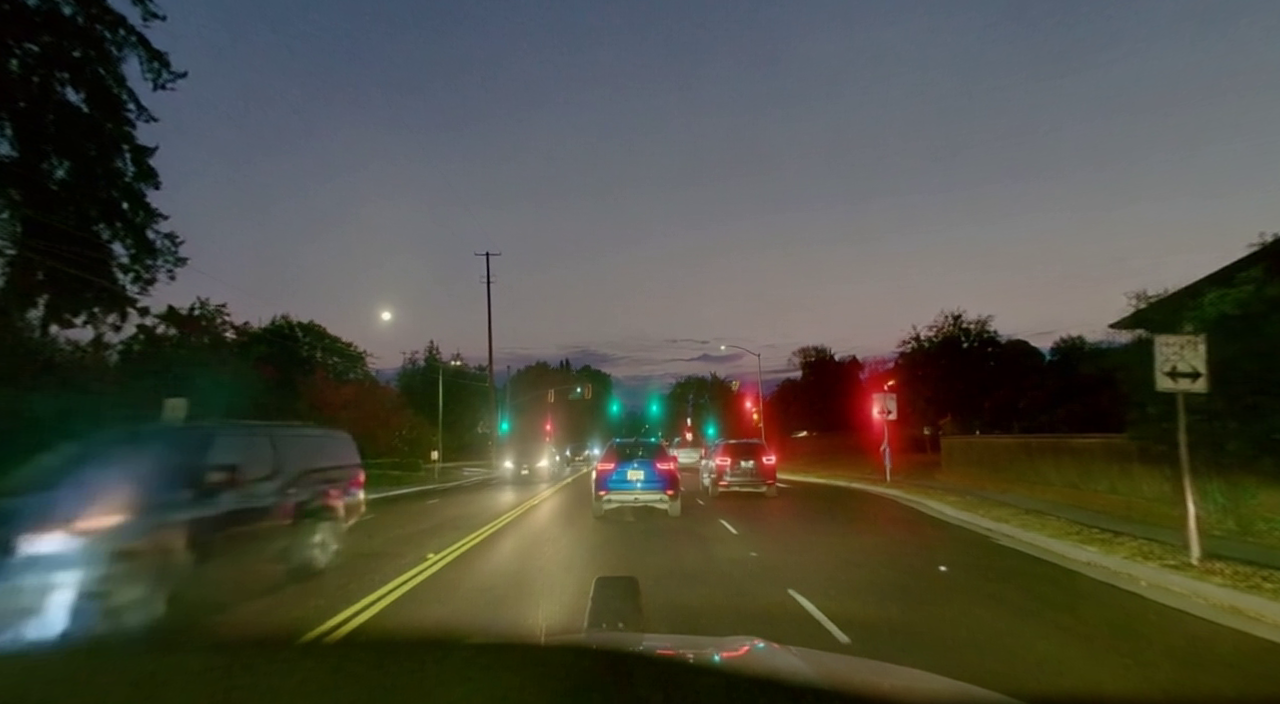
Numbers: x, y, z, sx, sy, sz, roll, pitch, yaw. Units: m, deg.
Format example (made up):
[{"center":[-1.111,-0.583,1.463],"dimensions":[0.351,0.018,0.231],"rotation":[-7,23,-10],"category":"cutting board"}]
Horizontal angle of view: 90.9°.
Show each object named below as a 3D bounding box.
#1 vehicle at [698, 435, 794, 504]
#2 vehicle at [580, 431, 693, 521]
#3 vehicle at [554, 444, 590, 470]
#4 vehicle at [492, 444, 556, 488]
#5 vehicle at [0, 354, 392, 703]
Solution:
[{"center":[2.918,3.340,18.386],"dimensions":[1.967,1.756,4.281],"rotation":[0,-8,-1],"category":"vehicle"},{"center":[-0.113,2.676,14.164],"dimensions":[2.151,1.695,4.100],"rotation":[0,-8,-1],"category":"vehicle"},{"center":[-5.224,8.158,49.245],"dimensions":[2.197,1.882,4.973],"rotation":[0,-8,0],"category":"vehicle"},{"center":[-4.916,4.837,27.216],"dimensions":[2.063,1.727,3.923],"rotation":[0,-8,-1],"category":"vehicle"},{"center":[-4.519,1.380,6.009],"dimensions":[2.138,1.938,5.584],"rotation":[0,-8,-1],"category":"vehicle"}]
